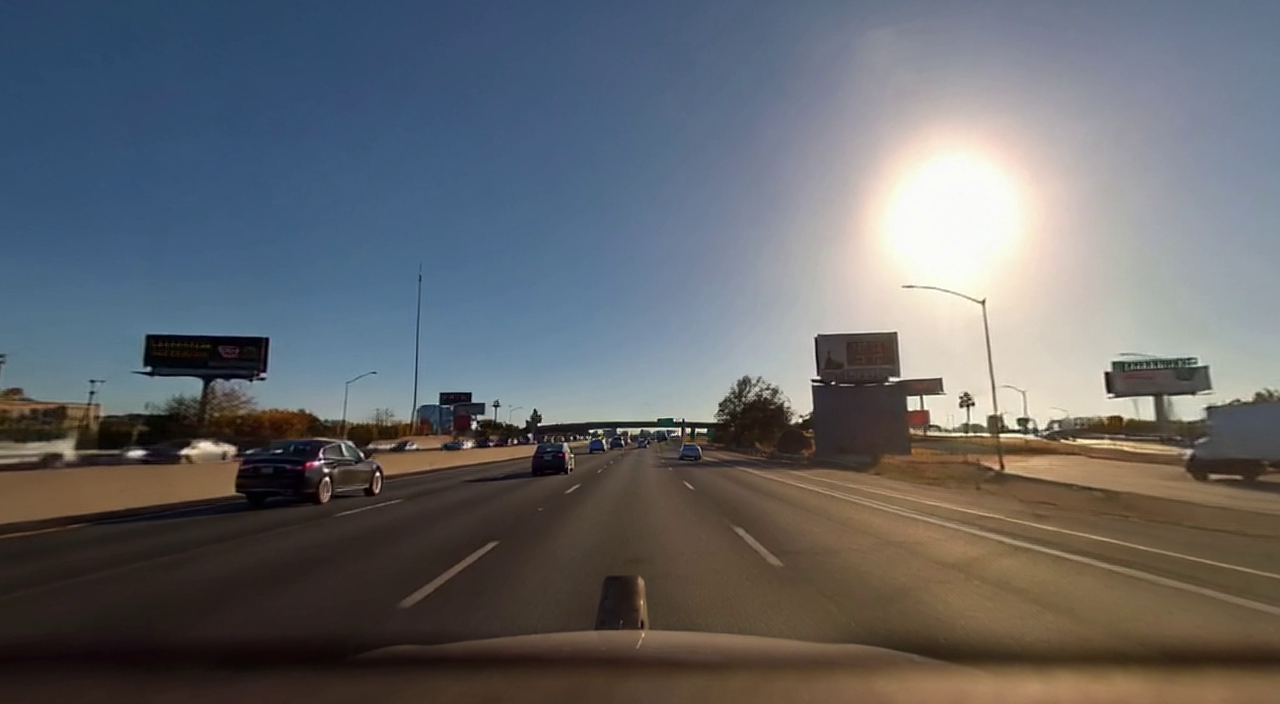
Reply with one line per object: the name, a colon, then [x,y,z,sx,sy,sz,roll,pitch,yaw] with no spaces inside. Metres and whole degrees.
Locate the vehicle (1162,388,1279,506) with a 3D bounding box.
vehicle: [21.081,3.004,19.718,2.958,3.538,8.761,-1,-9,9]

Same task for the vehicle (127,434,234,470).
vehicle: [-23.051,5.039,31.840,1.946,1.682,4.480,1,-9,0]

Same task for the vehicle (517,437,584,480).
vehicle: [-3.477,4.234,25.241,2.001,1.577,4.055,1,-9,1]

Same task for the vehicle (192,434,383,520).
vehicle: [-7.190,2.557,13.342,1.865,1.518,3.620,1,-9,1]
